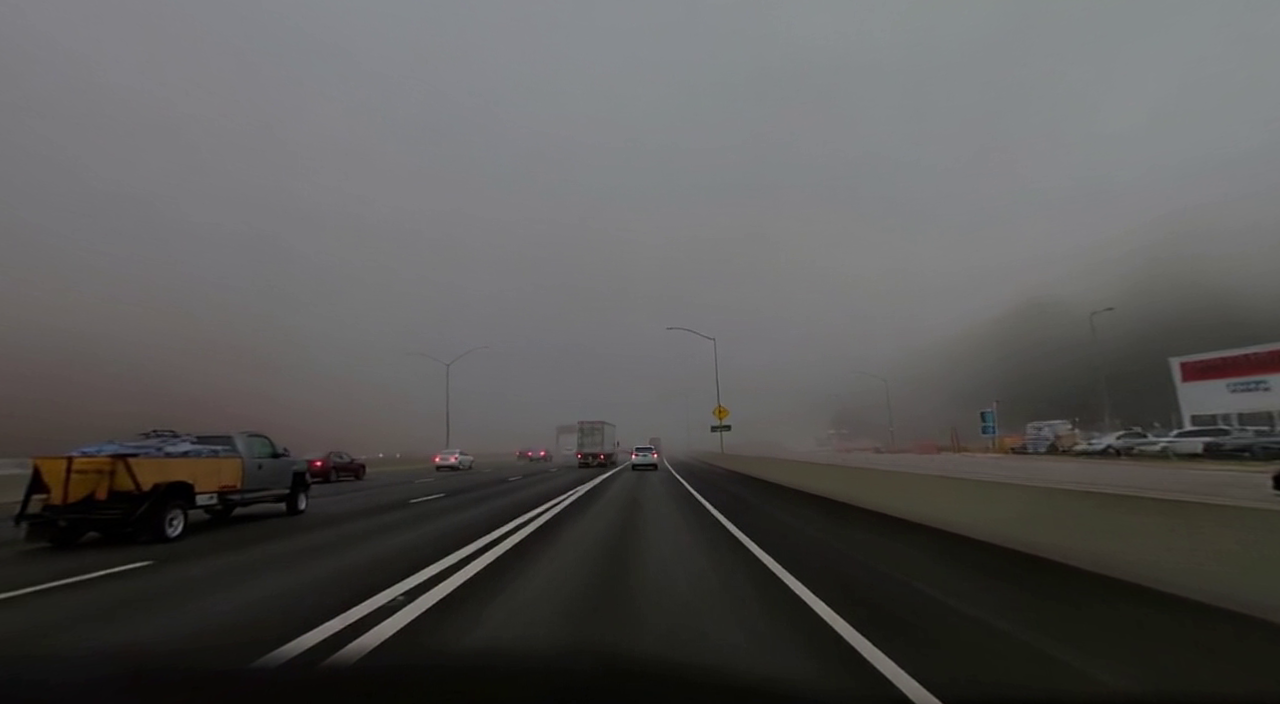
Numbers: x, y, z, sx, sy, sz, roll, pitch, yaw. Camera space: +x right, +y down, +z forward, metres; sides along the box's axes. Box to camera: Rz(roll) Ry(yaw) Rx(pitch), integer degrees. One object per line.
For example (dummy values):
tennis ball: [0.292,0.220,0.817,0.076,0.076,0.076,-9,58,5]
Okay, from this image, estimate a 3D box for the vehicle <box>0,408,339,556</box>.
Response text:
vehicle: [-7.518,2.066,10.774,2.165,1.903,4.917,0,-8,2]

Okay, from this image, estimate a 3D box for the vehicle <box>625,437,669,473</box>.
vehicle: [0.354,5.627,34.644,2.227,1.794,4.646,0,-8,0]

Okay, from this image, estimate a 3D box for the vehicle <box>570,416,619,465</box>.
vehicle: [-3.333,6.864,48.584,2.796,3.426,8.553,0,-8,2]
